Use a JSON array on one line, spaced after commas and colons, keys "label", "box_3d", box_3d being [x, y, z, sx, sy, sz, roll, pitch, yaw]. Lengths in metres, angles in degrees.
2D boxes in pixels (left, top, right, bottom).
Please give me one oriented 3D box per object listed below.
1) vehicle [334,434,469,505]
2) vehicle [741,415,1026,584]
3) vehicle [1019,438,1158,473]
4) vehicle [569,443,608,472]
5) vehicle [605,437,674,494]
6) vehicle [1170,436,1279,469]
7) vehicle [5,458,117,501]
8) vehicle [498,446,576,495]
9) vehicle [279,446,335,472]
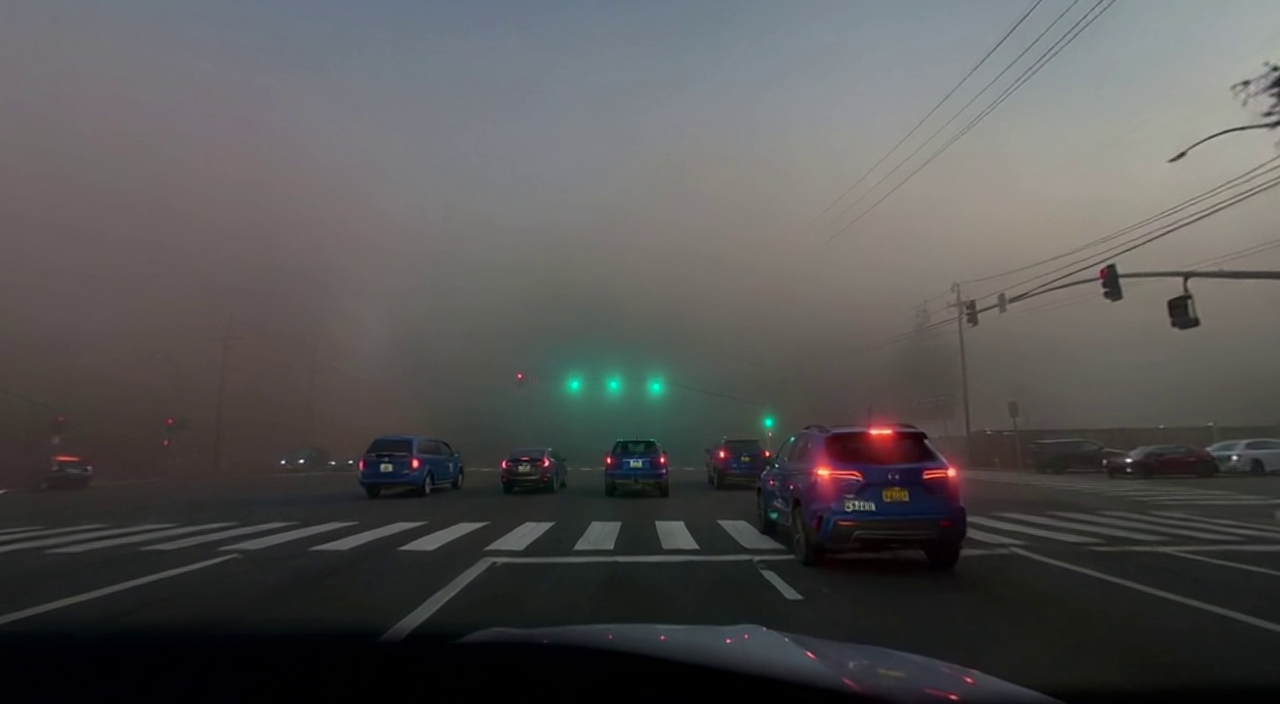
[{"label": "vehicle", "box_3d": [-6.784, 3.391, 18.653, 2.116, 1.812, 4.609, 0, -9, 1]}, {"label": "vehicle", "box_3d": [2.780, 1.805, 8.567, 2.034, 1.655, 4.465, 0, -9, -1]}, {"label": "vehicle", "box_3d": [20.299, 4.703, 28.755, 4.830, 1.493, 1.930, 0, -9, -1]}, {"label": "vehicle", "box_3d": [-3.171, 6.595, 39.698, 1.939, 1.652, 4.268, 0, -9, 2]}, {"label": "vehicle", "box_3d": [-0.009, 3.752, 21.265, 2.111, 1.712, 4.078, 0, -9, 0]}, {"label": "vehicle", "box_3d": [27.736, 4.678, 29.393, 4.514, 1.459, 1.847, 0, -9, -2]}, {"label": "vehicle", "box_3d": [-23.215, 5.037, 25.301, 4.450, 1.491, 1.974, -5, -10, 30]}, {"label": "vehicle", "box_3d": [-3.372, 3.967, 21.592, 1.881, 1.466, 4.484, 0, -9, 1]}, {"label": "vehicle", "box_3d": [-24.965, 8.022, 47.492, 1.889, 1.814, 4.086, 0, -9, 1]}]
